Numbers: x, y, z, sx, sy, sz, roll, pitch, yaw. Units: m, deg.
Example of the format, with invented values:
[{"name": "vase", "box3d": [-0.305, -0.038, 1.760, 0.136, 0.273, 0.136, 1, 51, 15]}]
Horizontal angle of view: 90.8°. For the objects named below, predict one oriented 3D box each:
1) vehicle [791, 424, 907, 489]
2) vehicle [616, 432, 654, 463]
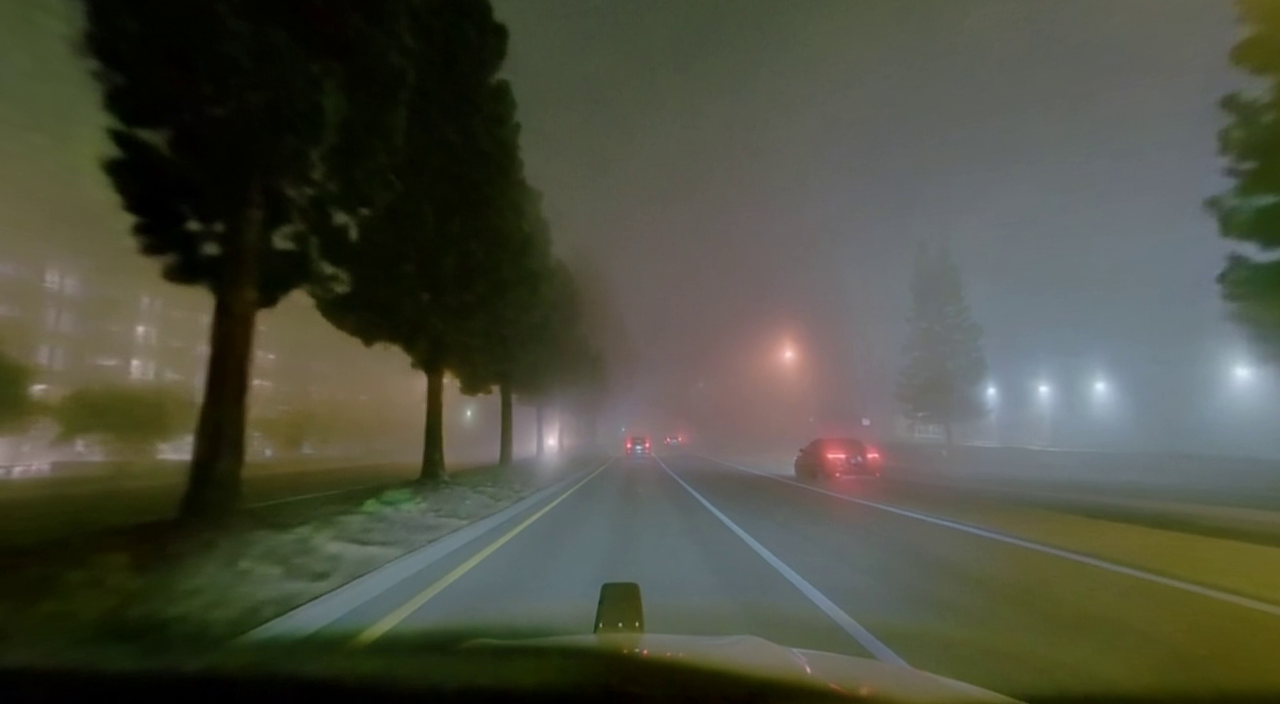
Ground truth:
[{"name": "vehicle", "box3d": [6.434, 3.280, 20.116, 2.026, 1.804, 4.565, 0, -8, -1]}, {"name": "vehicle", "box3d": [-0.307, 5.826, 38.641, 2.193, 1.794, 4.457, 0, -8, 0]}]
